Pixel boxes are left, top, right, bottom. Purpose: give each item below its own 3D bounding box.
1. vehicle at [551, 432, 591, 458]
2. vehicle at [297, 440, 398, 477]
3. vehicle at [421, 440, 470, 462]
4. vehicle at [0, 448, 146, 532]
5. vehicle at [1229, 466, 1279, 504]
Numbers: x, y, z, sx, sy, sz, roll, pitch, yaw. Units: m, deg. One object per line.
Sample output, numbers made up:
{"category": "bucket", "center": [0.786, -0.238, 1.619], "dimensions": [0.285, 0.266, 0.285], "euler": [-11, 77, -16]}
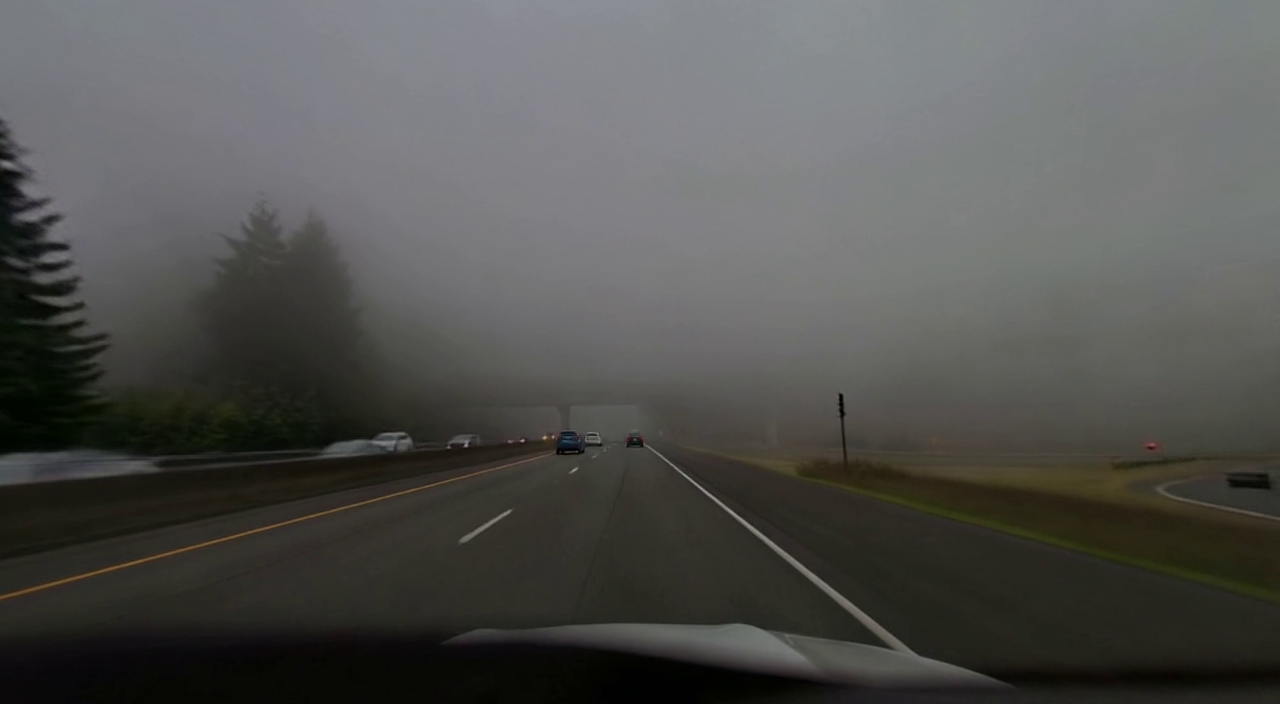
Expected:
{"category": "vehicle", "center": [-4.403, 5.999, 40.811], "dimensions": [2.169, 1.588, 4.264], "euler": [0, -8, -1]}
{"category": "vehicle", "center": [-12.436, 4.539, 27.151], "dimensions": [2.294, 1.453, 4.341], "euler": [0, -8, 0]}
{"category": "vehicle", "center": [-13.197, 6.711, 42.949], "dimensions": [2.012, 1.428, 4.247], "euler": [0, -8, -1]}
{"category": "vehicle", "center": [-12.415, 2.611, 12.204], "dimensions": [2.151, 1.430, 4.425], "euler": [0, -8, -1]}
{"category": "vehicle", "center": [31.740, 6.642, 31.699], "dimensions": [2.033, 1.565, 4.672], "euler": [-5, -9, 31]}
